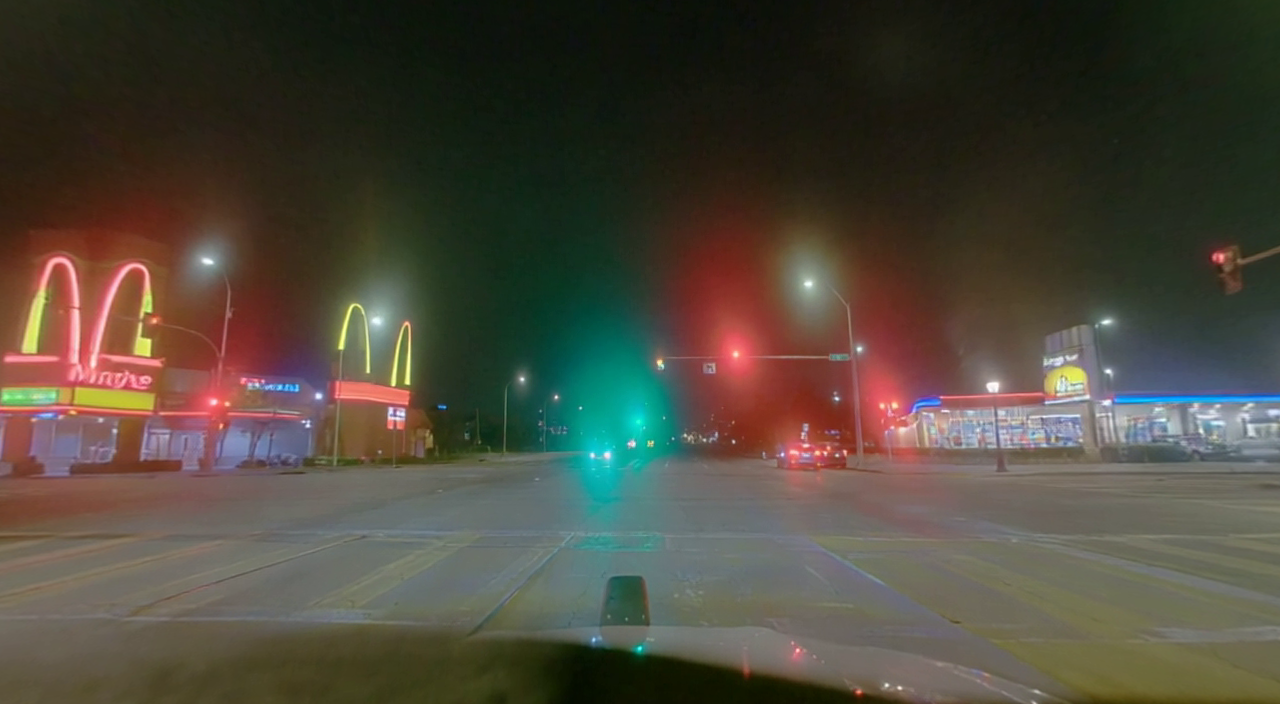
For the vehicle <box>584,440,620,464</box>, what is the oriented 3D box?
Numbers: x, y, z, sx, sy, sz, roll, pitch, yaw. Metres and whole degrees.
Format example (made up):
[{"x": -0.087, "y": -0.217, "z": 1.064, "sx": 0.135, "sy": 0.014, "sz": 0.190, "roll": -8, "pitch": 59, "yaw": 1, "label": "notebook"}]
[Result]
[{"x": -2.500, "y": 6.649, "z": 42.097, "sx": 2.104, "sy": 1.468, "sz": 4.195, "roll": 0, "pitch": -8, "yaw": 0, "label": "vehicle"}]
